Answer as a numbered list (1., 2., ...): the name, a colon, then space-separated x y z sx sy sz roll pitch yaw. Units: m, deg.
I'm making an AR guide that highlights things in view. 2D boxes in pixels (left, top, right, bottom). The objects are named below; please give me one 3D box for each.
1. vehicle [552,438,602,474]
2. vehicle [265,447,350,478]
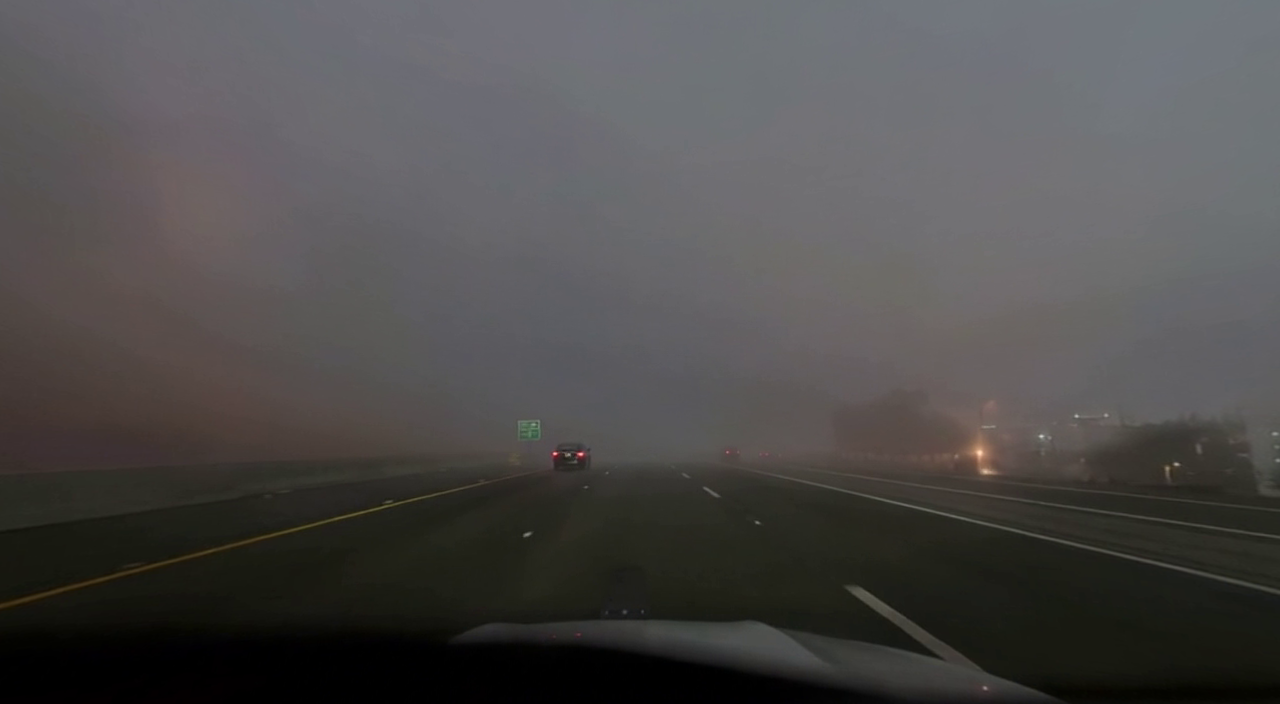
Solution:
1. vehicle: -3.239 5.433 33.183 2.072 1.706 4.359 0 -8 2
2. vehicle: -17.545 5.830 33.605 1.834 1.485 4.868 0 -8 1
